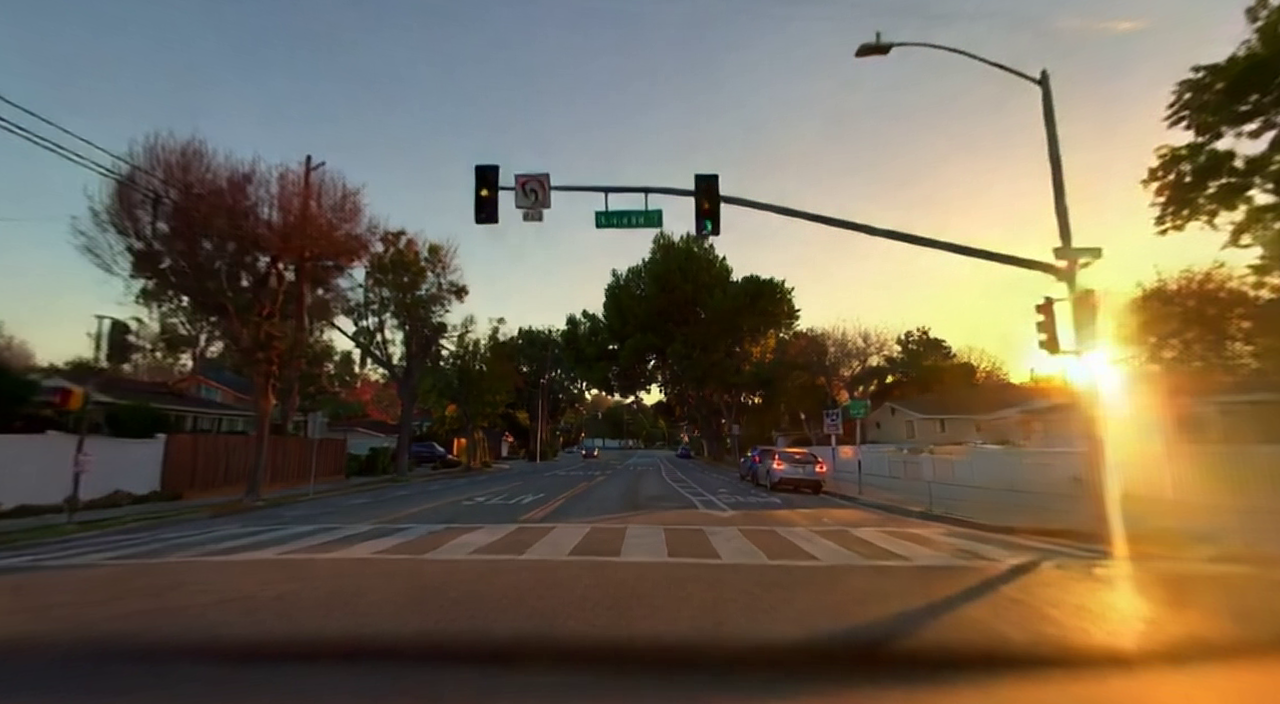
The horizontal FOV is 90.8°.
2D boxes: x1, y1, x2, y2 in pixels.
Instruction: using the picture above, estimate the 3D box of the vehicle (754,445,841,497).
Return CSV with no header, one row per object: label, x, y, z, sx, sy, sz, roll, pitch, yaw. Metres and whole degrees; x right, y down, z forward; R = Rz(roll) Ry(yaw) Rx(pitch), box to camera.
vehicle,5.358,4.076,22.101,1.891,1.611,4.269,0,-9,0
